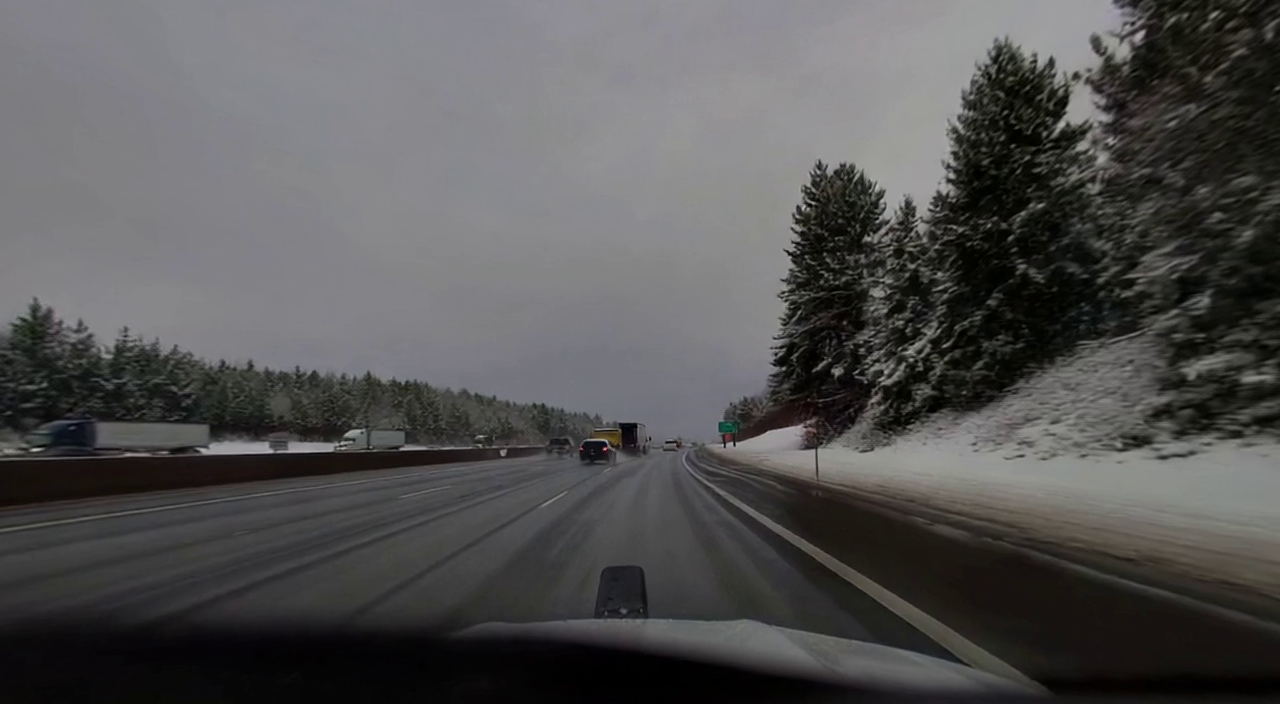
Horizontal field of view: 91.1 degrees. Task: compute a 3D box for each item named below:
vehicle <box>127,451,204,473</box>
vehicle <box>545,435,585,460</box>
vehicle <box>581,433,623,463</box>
[{"bbox_3d":[-37.036,8.583,49.152,1.802,1.516,5.182,0,-9,3],"label":"vehicle"},{"bbox_3d":[-5.573,7.182,47.196,2.078,1.729,4.722,0,-9,4],"label":"vehicle"},{"bbox_3d":[-2.308,5.972,39.174,2.194,1.766,3.720,0,-8,3],"label":"vehicle"}]
